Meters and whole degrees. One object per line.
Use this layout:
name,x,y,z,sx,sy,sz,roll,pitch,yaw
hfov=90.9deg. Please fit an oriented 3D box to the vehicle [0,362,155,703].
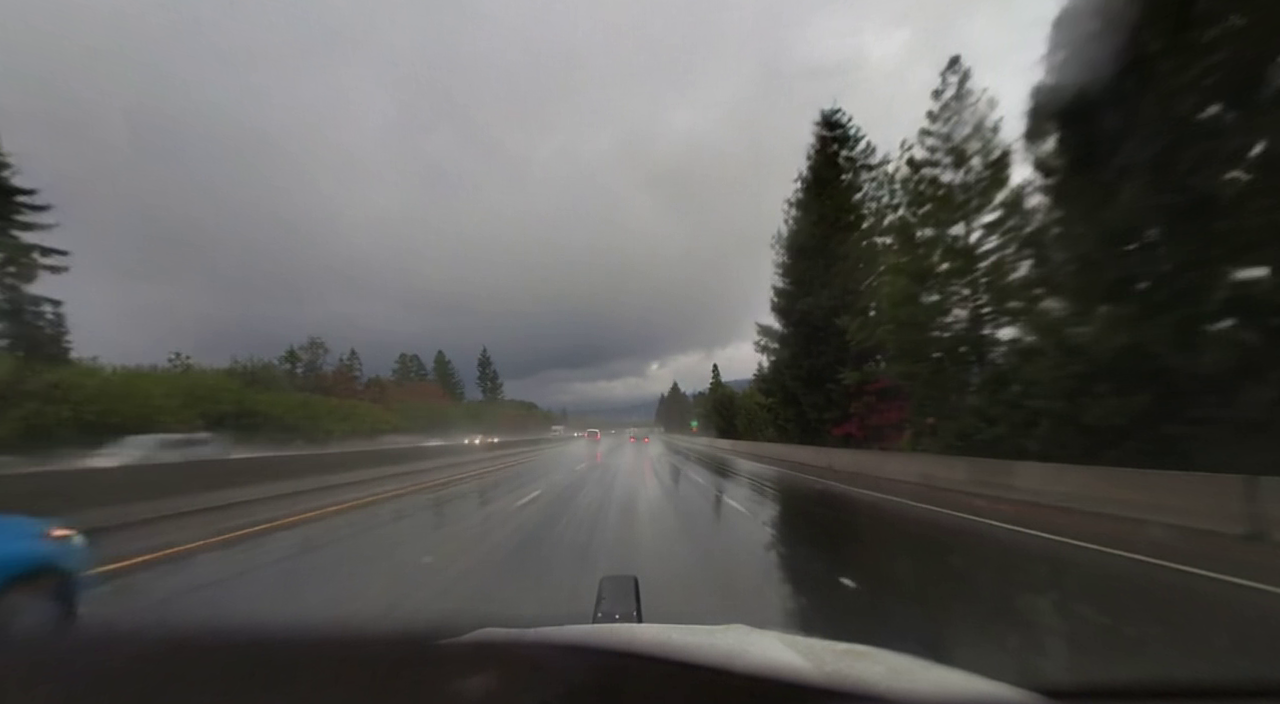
vehicle,-4.060,0.707,1.688,2.064,1.647,4.381,0,-8,-1

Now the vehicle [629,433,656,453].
vehicle,0.159,6.864,47.767,1.911,1.449,3.776,0,-7,-2
